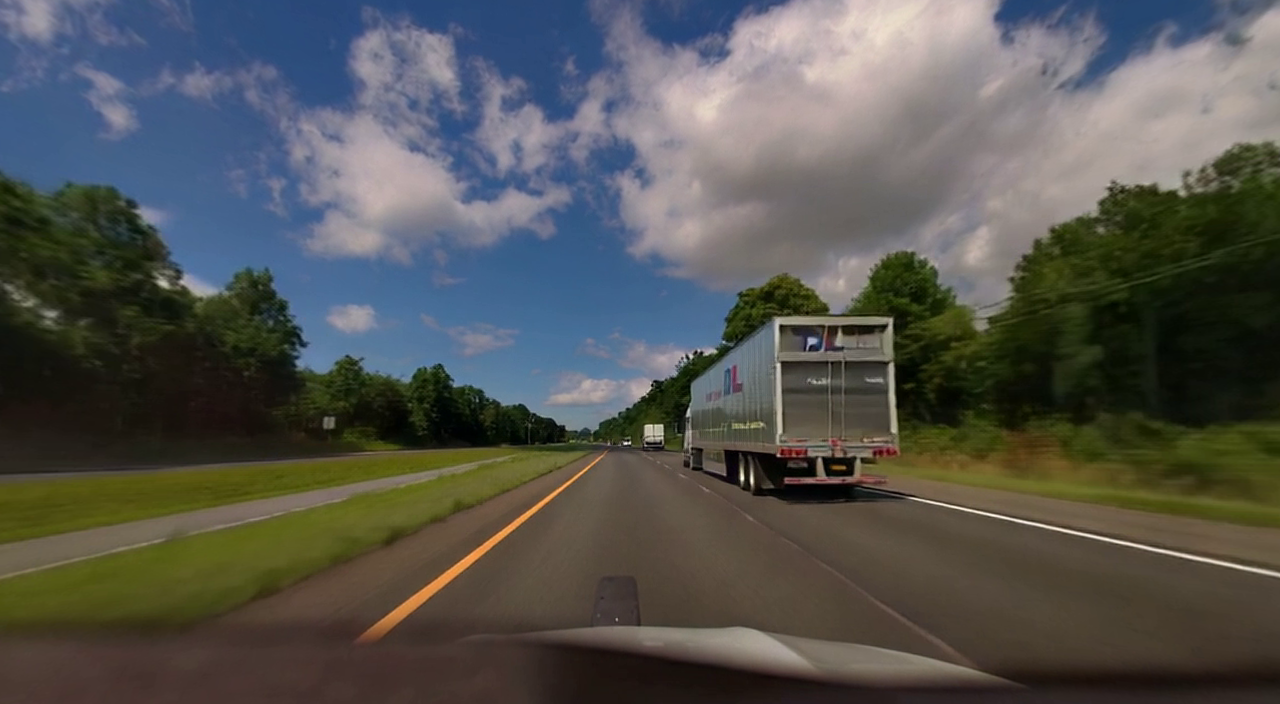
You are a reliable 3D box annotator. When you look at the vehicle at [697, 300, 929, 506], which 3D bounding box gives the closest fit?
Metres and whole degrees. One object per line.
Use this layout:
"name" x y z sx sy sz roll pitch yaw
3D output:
"vehicle" 4.023 1.948 19.497 2.871 4.072 14.183 0 -8 -1
